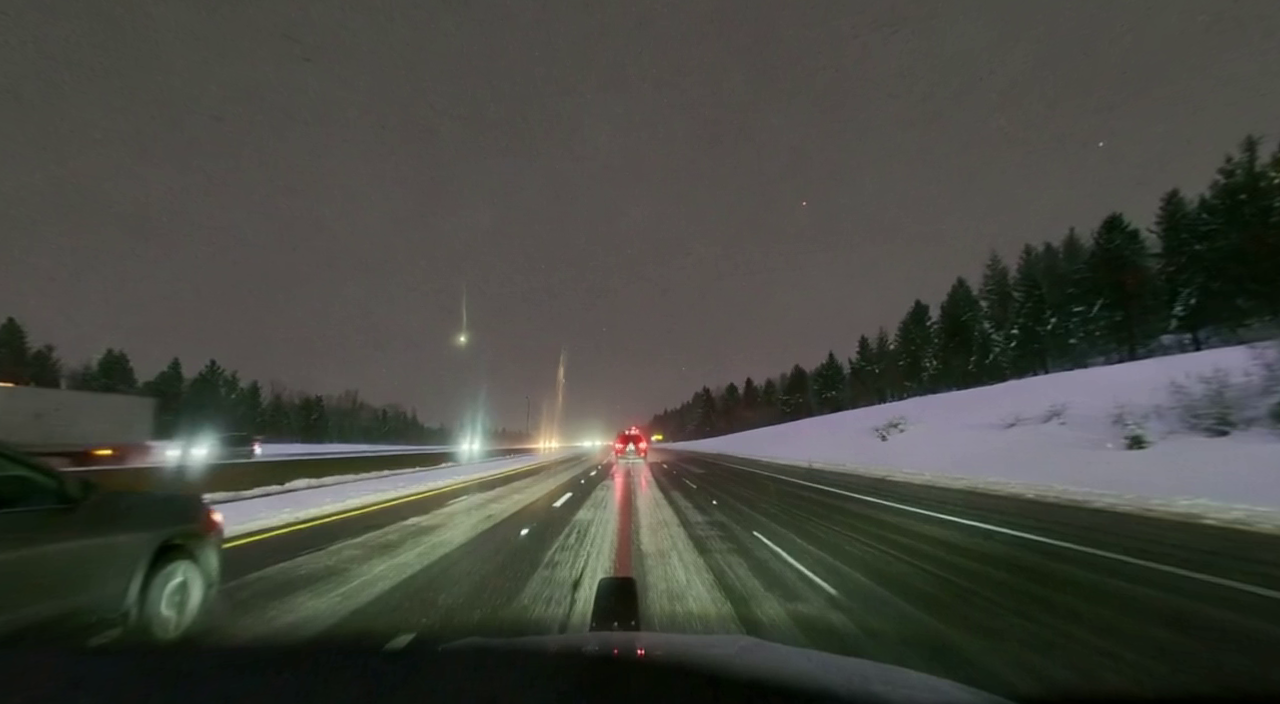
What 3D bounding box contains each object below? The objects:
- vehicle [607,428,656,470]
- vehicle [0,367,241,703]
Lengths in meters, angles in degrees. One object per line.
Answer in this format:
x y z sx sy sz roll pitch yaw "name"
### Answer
-0.501 5.001 32.658 2.382 1.973 4.439 0 -8 -2 "vehicle"
-3.428 0.758 1.582 2.039 1.602 4.317 0 -8 -1 "vehicle"
